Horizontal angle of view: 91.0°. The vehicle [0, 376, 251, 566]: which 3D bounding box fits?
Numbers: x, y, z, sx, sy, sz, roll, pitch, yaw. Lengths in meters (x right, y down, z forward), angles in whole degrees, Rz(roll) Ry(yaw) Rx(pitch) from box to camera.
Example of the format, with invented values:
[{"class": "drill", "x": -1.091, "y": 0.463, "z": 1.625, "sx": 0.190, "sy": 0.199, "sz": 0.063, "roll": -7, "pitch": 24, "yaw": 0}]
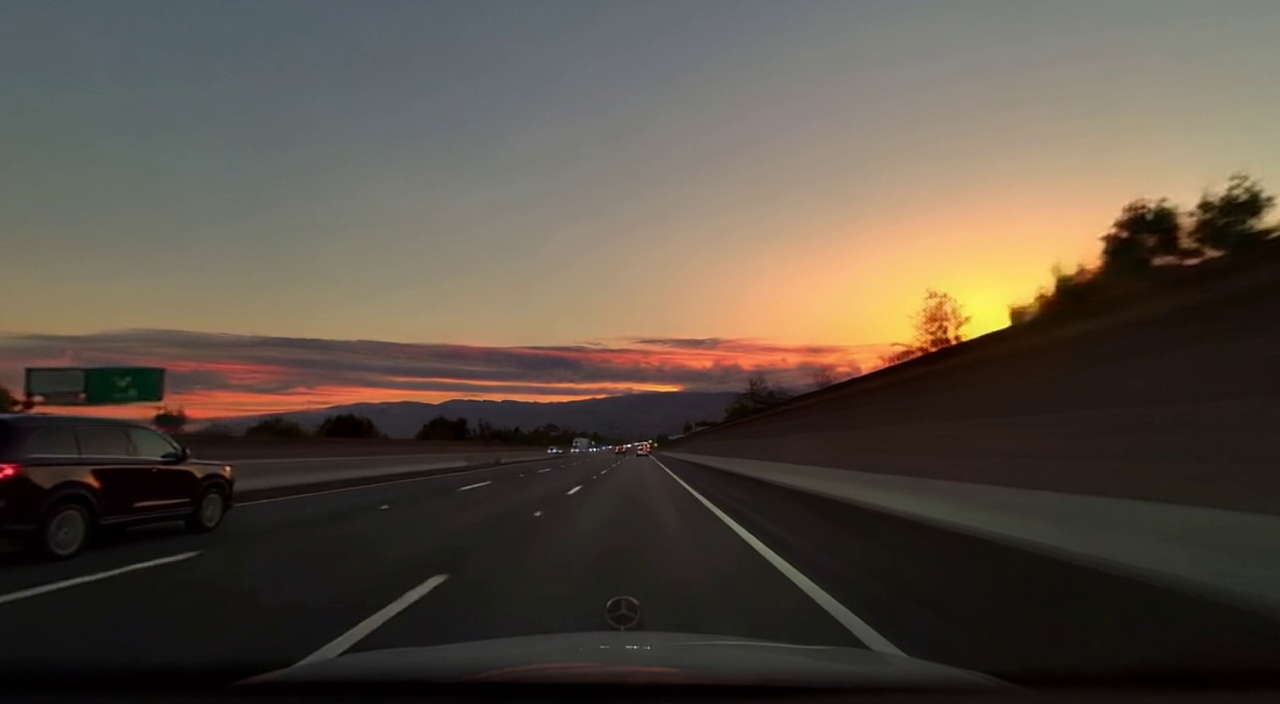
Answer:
[{"class": "vehicle", "x": -7.697, "y": 1.465, "z": 8.087, "sx": 2.163, "sy": 1.947, "sz": 4.959, "roll": 0, "pitch": -9, "yaw": 0}]
